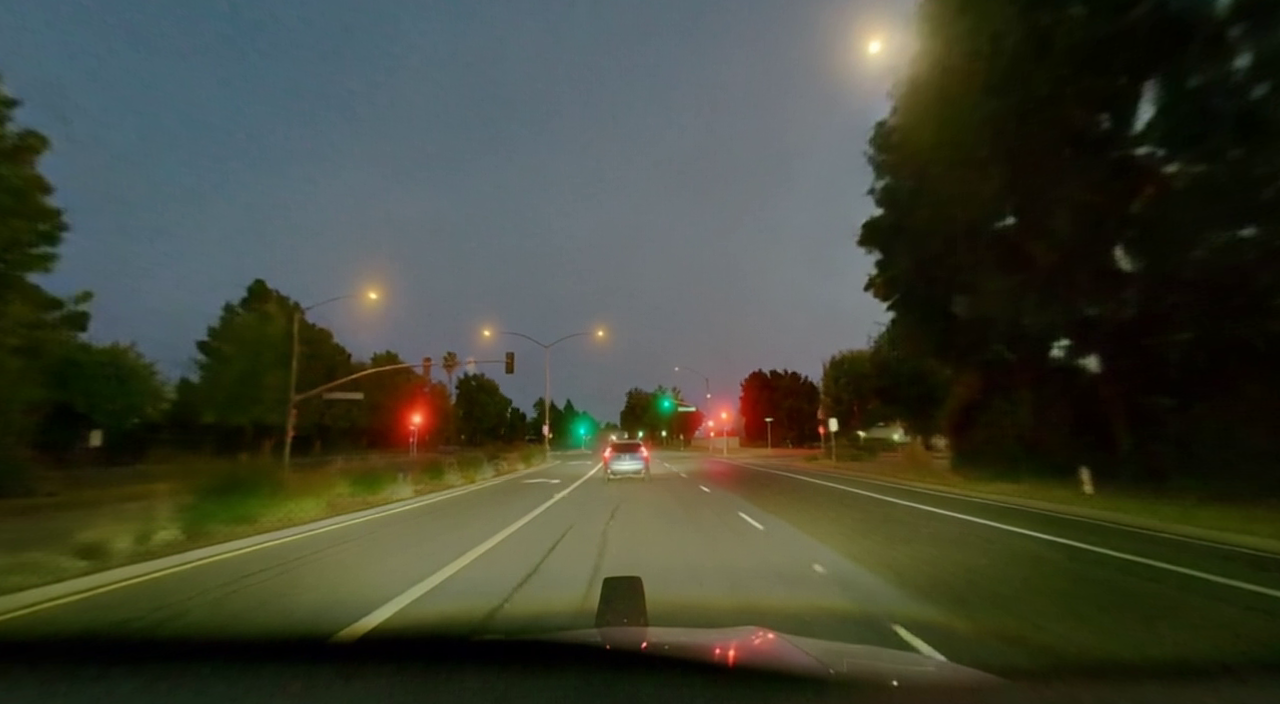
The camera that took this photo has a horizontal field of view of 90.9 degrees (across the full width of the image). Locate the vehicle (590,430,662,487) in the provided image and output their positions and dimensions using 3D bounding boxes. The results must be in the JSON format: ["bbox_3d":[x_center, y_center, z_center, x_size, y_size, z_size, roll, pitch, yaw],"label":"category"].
[{"bbox_3d":[-0.471,3.555,21.329,2.192,1.734,4.176,0,-8,-1],"label":"vehicle"}]
